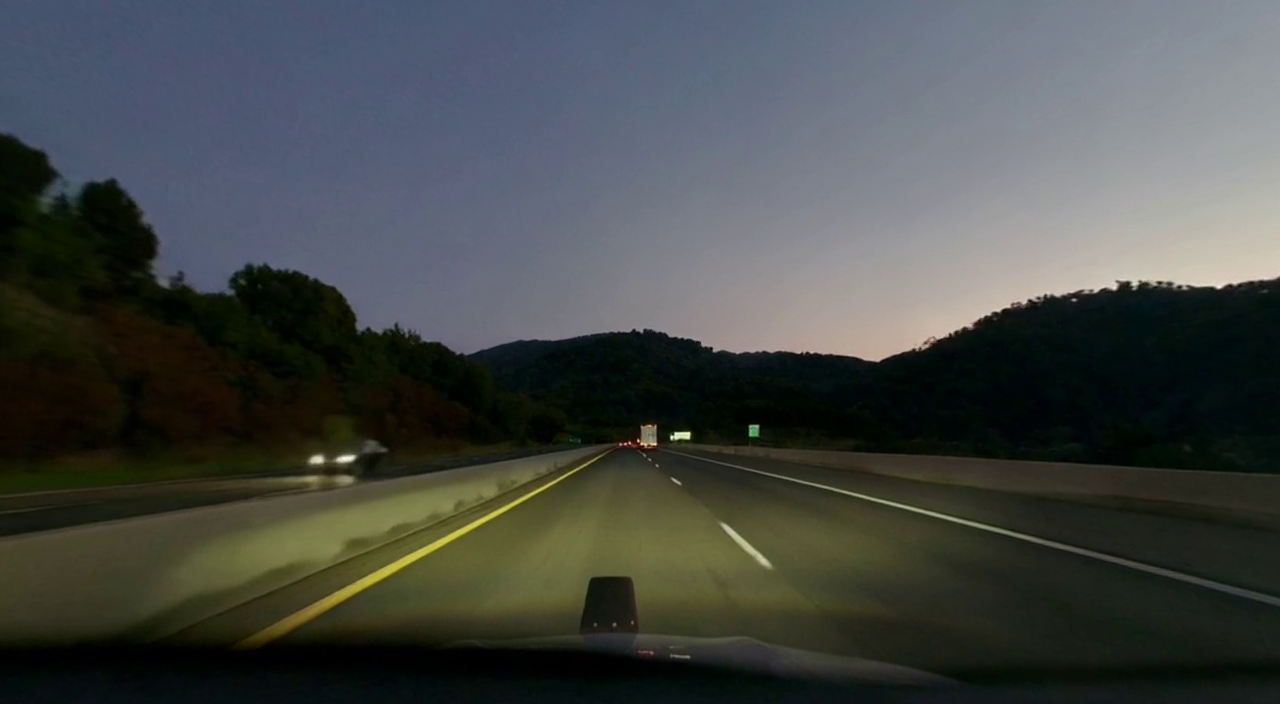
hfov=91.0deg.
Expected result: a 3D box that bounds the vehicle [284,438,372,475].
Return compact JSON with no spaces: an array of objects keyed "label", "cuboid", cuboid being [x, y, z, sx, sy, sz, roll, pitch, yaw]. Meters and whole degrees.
[{"label":"vehicle","cuboid":[-13.587,4.559,27.689,1.858,1.507,3.929,0,-8,-1]}]
